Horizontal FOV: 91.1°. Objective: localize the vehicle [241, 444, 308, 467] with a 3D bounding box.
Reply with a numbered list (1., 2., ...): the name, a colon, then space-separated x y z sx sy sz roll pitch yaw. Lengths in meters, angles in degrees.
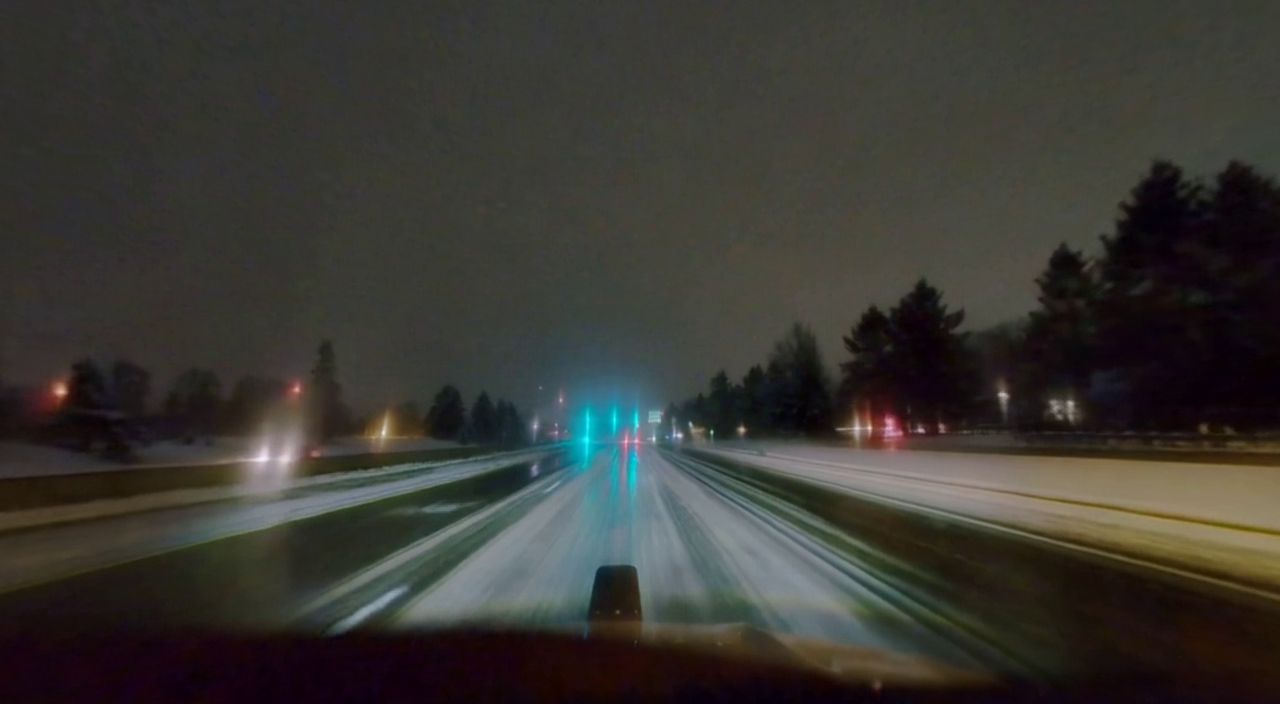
1. vehicle: -24.015 6.774 41.499 1.886 1.397 4.160 0 -8 0
